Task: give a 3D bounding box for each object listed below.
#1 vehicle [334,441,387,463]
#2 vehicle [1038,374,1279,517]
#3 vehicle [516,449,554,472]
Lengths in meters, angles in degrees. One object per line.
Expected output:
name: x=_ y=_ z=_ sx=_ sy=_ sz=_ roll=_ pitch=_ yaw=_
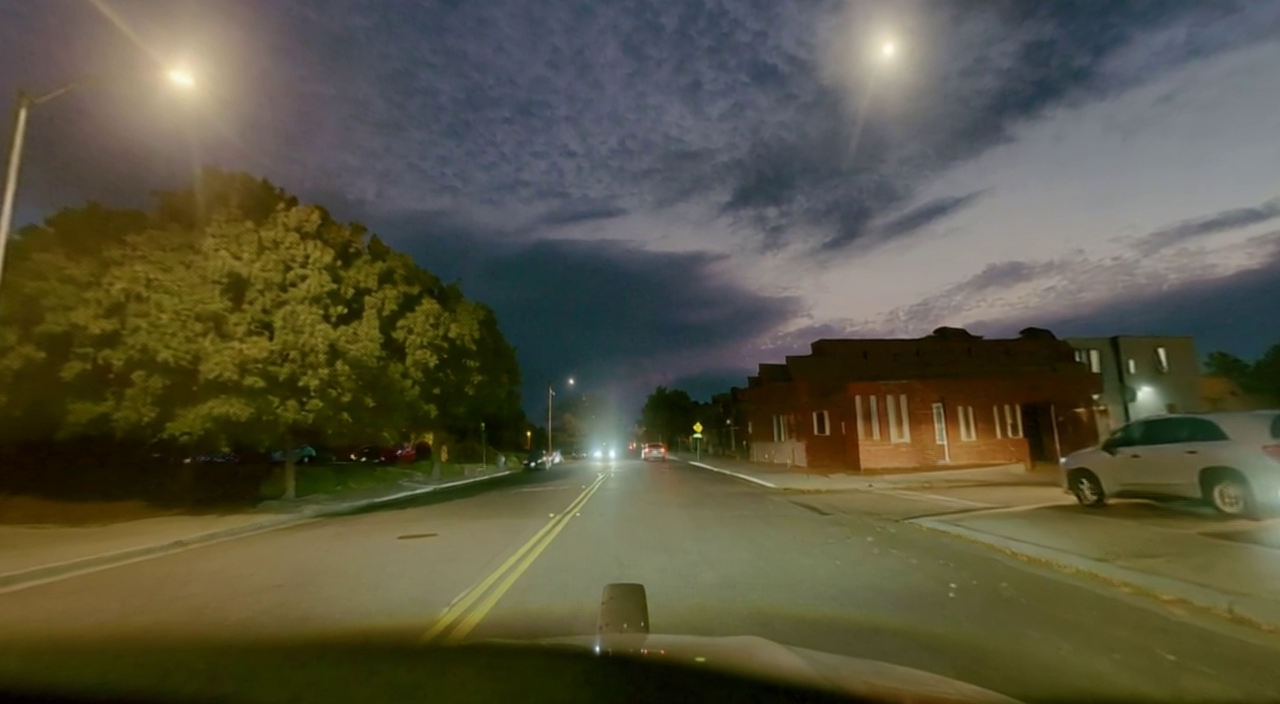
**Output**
vehicle: x=-21.332 y=7.644 z=48.249 sx=1.906 sy=1.596 sz=4.599 roll=0 pitch=-9 yaw=1
vehicle: x=9.208 y=1.611 z=10.482 sx=2.018 sy=1.840 sz=4.662 roll=0 pitch=-10 yaw=-1
vehicle: x=-7.207 y=7.474 z=43.720 sx=1.930 sy=1.463 sz=4.195 roll=0 pitch=-9 yaw=0
